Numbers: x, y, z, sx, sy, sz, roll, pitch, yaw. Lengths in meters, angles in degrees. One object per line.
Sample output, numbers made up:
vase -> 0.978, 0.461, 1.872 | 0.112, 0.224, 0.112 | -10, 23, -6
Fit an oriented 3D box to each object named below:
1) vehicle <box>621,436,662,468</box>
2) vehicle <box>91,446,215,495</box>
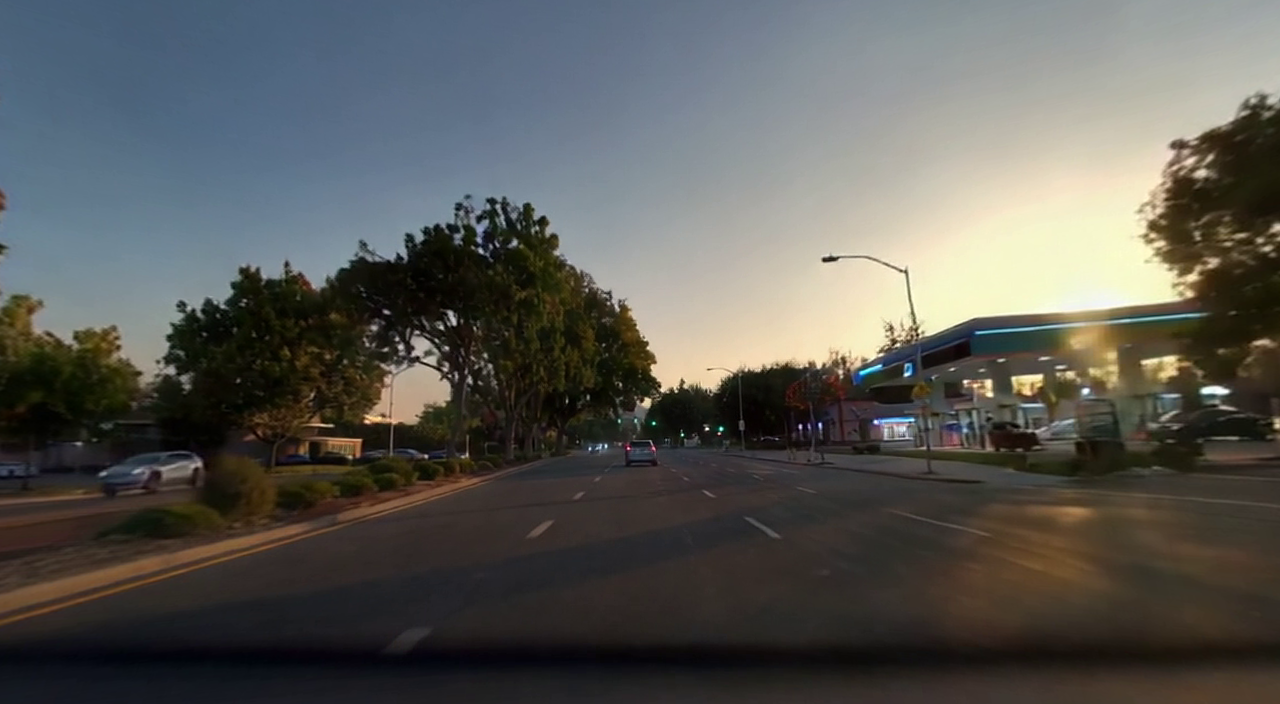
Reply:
vehicle -> 0.053, 5.825, 36.754 | 2.213, 1.715, 4.242 | 0, -8, -1
vehicle -> -19.152, 4.639, 25.059 | 1.909, 1.720, 4.390 | 1, -8, -9
